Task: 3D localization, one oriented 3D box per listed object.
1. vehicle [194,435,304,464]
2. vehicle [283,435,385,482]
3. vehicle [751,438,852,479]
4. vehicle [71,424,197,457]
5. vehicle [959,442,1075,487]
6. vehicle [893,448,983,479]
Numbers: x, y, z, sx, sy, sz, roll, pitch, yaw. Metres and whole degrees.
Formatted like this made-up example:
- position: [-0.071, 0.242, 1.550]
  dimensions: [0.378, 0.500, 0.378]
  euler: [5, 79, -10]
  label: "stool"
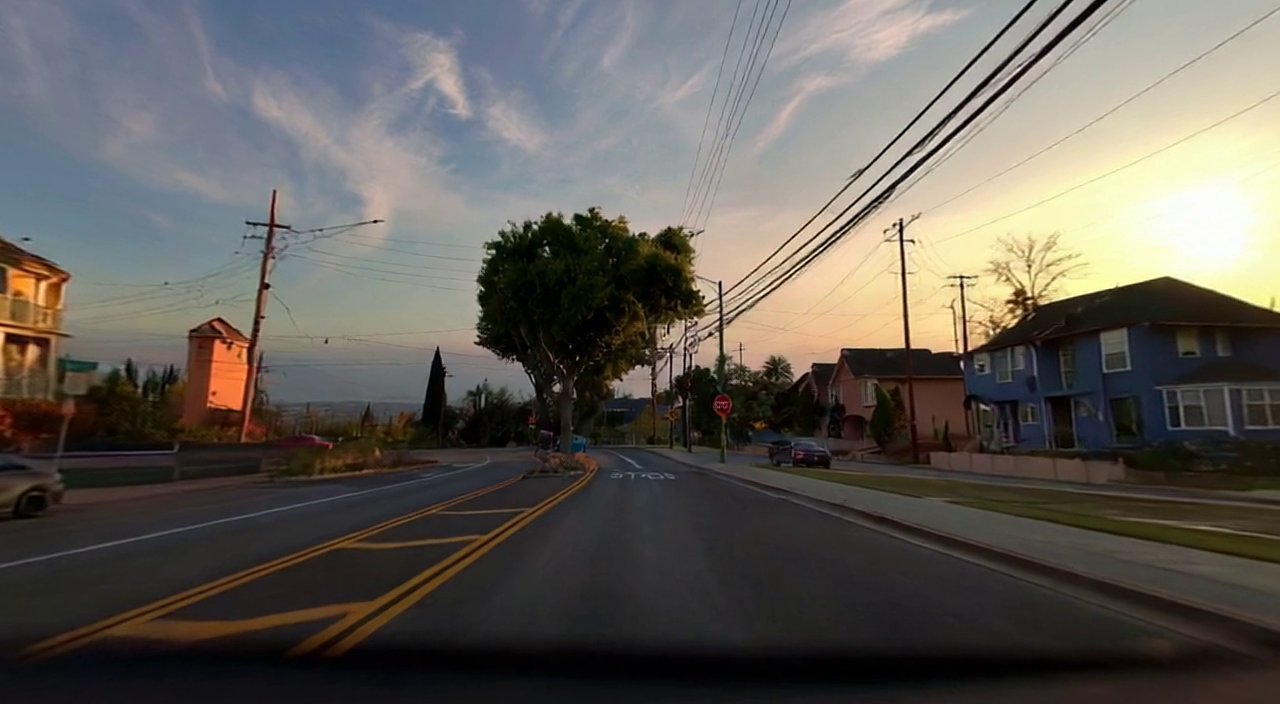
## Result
- position: [-21.458, 5.364, 34.837]
  dimensions: [4.647, 1.515, 2.009]
  euler: [1, -9, -6]
  label: "vehicle"
- position: [-12.942, 4.534, 27.173]
  dimensions: [1.940, 1.789, 5.086]
  euler: [0, -9, -2]
  label: "vehicle"
- position: [6.353, 4.252, 25.451]
  dimensions: [2.081, 1.496, 4.490]
  euler: [2, -9, -13]
  label: "vehicle"
- position: [-27.201, 4.792, 34.123]
  dimensions: [4.842, 1.690, 1.938]
  euler: [1, -9, -9]
  label: "vehicle"
- position: [16.393, 4.890, 27.754]
  dimensions: [1.847, 1.682, 4.419]
  euler: [5, -9, -11]
  label: "vehicle"
- position: [15.275, 5.705, 32.645]
  dimensions: [1.909, 1.460, 4.282]
  euler: [2, -9, -12]
  label: "vehicle"
